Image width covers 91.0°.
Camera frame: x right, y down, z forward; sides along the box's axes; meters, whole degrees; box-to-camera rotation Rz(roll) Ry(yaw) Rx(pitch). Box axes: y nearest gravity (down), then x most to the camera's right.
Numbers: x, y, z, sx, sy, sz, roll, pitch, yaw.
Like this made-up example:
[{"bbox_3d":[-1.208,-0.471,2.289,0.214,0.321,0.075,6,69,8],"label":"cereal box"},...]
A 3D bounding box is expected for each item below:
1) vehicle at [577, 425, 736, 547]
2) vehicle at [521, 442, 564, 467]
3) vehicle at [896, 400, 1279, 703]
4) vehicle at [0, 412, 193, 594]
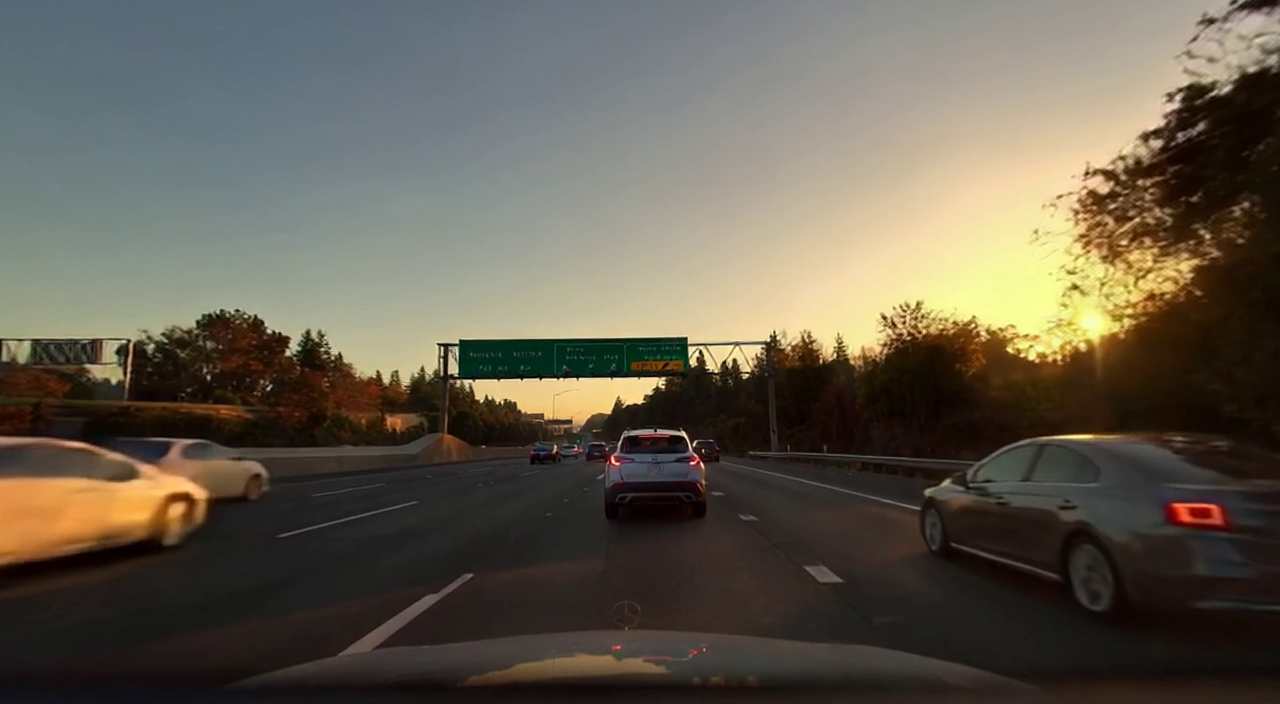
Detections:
[{"bbox_3d":[0.222,2.024,10.116,2.044,1.554,3.824,0,-9,0],"label":"vehicle"},{"bbox_3d":[-6.453,6.877,42.284,2.035,1.558,4.773,0,-9,2],"label":"vehicle"},{"bbox_3d":[4.055,1.307,5.114,2.002,1.499,4.710,0,-9,0],"label":"vehicle"},{"bbox_3d":[-6.918,1.389,5.802,2.127,1.644,4.631,0,-9,1],"label":"vehicle"}]
